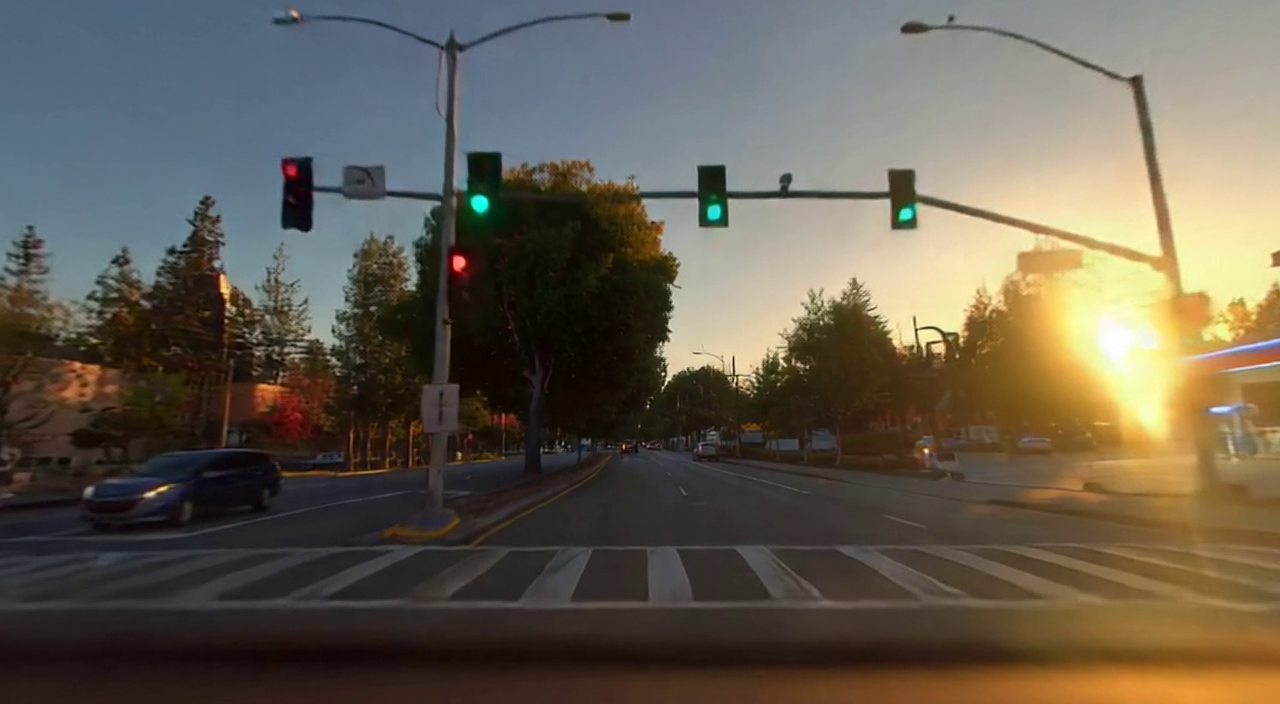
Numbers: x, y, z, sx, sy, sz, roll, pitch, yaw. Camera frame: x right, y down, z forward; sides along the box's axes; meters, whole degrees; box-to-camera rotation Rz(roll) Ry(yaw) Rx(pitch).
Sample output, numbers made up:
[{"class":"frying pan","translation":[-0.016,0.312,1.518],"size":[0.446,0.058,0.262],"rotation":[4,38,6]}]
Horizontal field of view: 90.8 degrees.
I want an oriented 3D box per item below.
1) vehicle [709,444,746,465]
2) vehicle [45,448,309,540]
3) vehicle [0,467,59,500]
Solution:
[{"class":"vehicle","translation":[6.509,7.657,47.297],"size":[1.990,1.508,4.426],"rotation":[0,-9,-2]},{"class":"vehicle","translation":[-9.147,2.797,13.156],"size":[2.029,1.452,4.598],"rotation":[-3,-9,0]},{"class":"vehicle","translation":[-36.367,7.462,36.070],"size":[4.645,1.728,2.059],"rotation":[-2,-9,7]}]
